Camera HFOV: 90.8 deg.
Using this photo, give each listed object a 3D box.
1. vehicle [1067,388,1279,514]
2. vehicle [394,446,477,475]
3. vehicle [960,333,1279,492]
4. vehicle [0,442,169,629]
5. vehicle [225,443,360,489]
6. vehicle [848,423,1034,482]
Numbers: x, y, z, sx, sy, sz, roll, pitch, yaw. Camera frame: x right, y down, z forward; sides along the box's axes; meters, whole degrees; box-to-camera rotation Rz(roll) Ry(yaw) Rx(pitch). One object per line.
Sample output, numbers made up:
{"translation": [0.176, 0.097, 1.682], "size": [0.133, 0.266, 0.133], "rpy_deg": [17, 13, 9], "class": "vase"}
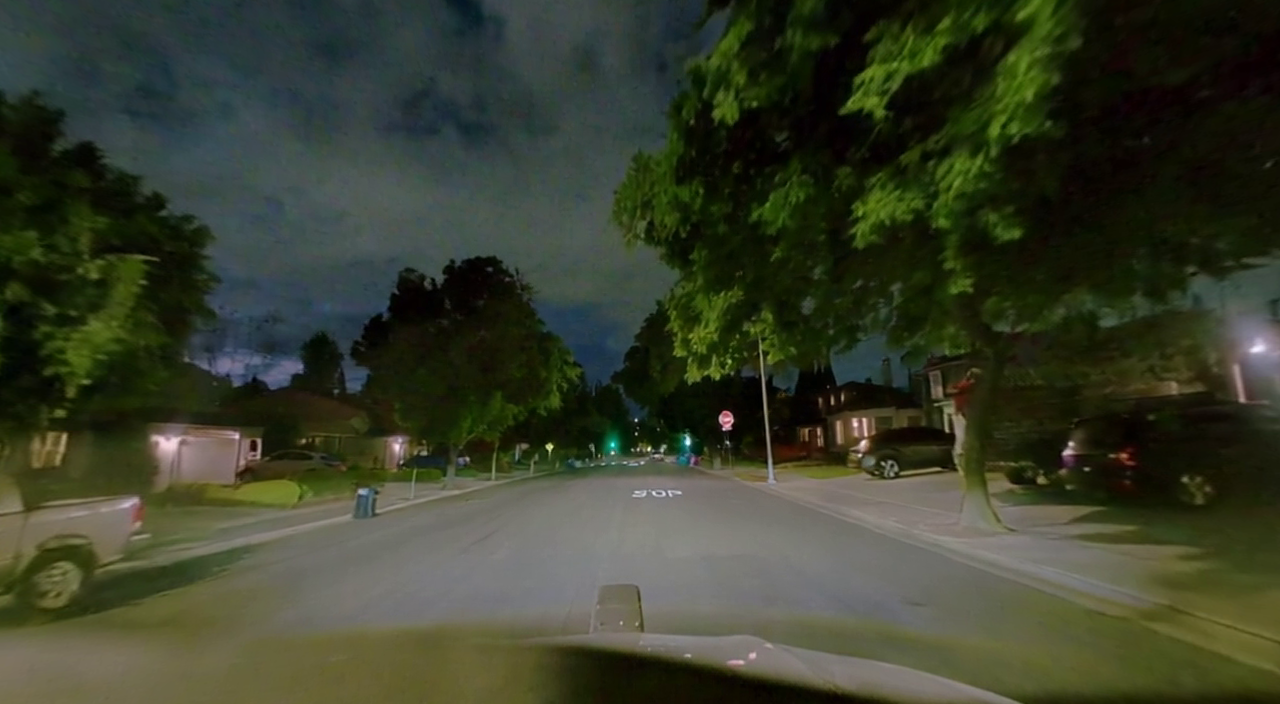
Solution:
{"translation": [10.641, 1.653, 10.655], "size": [5.235, 1.891, 2.102], "rpy_deg": [0, -9, 1], "class": "vehicle"}
{"translation": [-13.492, 7.168, 41.897], "size": [4.809, 1.865, 2.093], "rpy_deg": [0, -9, -1], "class": "vehicle"}
{"translation": [11.486, 1.398, 13.888], "size": [7.302, 3.055, 2.848], "rpy_deg": [1, -8, -2], "class": "vehicle"}
{"translation": [-6.408, 1.477, 4.467], "size": [2.099, 1.532, 5.262], "rpy_deg": [-4, -9, 1], "class": "vehicle"}
{"translation": [-14.310, 4.657, 26.132], "size": [4.493, 1.776, 1.997], "rpy_deg": [-1, -9, 9], "class": "vehicle"}
{"translation": [10.062, 3.392, 21.408], "size": [5.234, 1.868, 2.014], "rpy_deg": [0, -9, -3], "class": "vehicle"}
